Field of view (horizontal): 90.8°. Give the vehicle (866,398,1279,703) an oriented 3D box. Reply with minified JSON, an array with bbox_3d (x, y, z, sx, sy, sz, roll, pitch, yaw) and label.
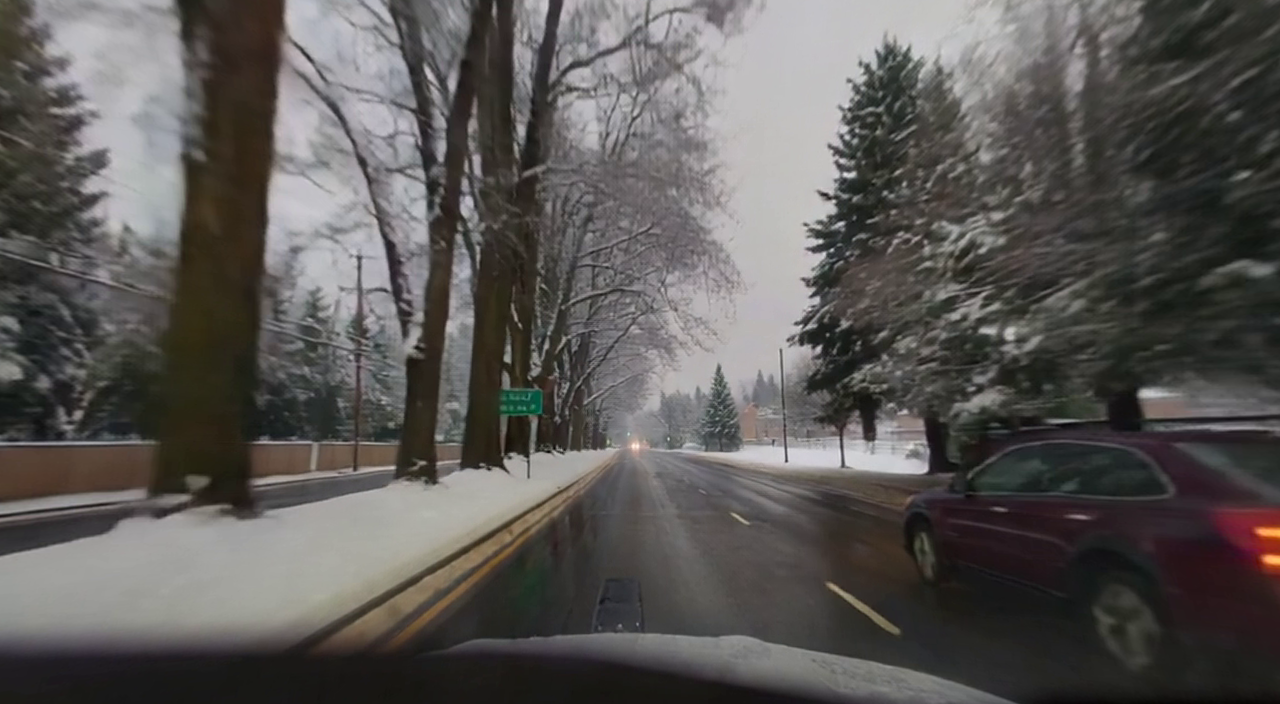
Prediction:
[{"bbox_3d":[3.475,1.268,4.671,1.985,1.529,4.316,0,-8,0],"label":"vehicle"}]
